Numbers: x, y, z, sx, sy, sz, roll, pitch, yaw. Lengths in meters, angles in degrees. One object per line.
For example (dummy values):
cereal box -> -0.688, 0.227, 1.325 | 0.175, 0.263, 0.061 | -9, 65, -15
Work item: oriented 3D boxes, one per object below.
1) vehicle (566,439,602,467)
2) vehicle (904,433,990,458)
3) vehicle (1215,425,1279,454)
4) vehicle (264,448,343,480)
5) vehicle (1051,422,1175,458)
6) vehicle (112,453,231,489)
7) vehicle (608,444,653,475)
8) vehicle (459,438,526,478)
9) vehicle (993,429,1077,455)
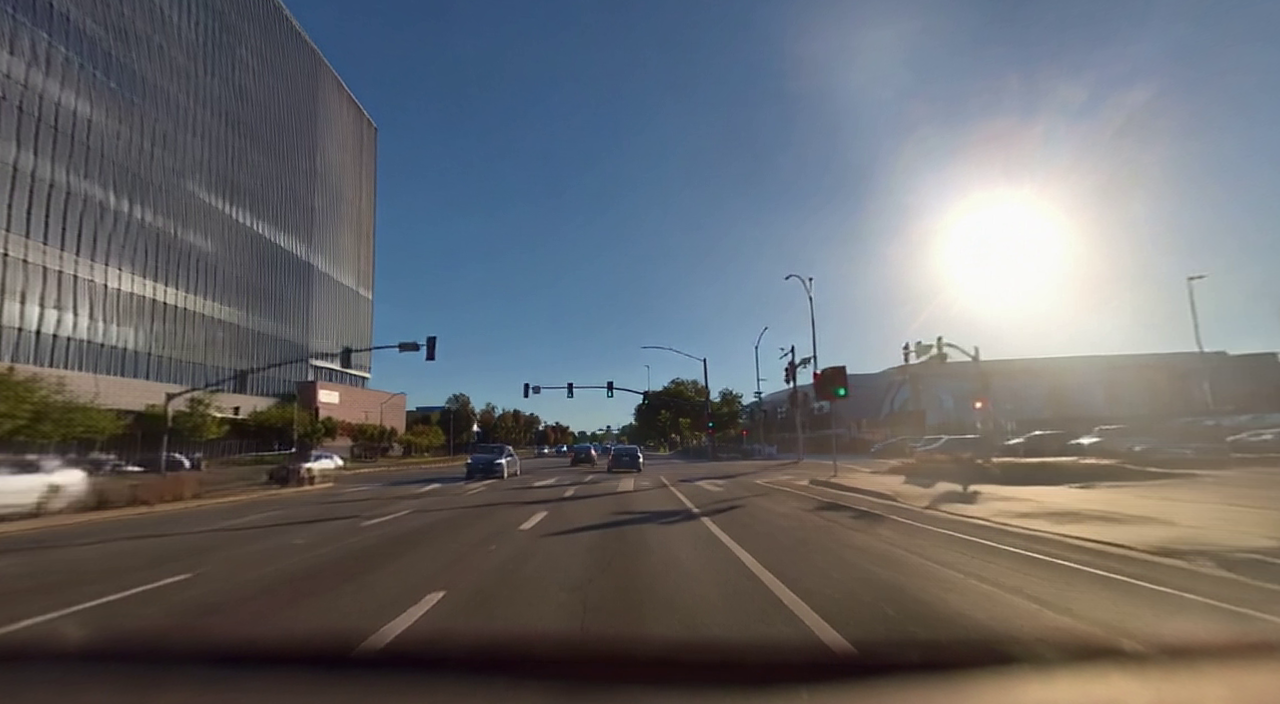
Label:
vehicle -> -3.687, 6.756, 42.409 | 2.001, 1.784, 4.483 | 0, -9, 0
vehicle -> 20.164, 6.204, 41.694 | 4.778, 1.588, 1.822 | -3, -9, 16
vehicle -> 37.329, 5.124, 37.221 | 4.557, 1.493, 1.919 | -5, -6, 16
vehicle -> -18.065, 5.997, 34.189 | 1.793, 1.547, 4.552 | 0, -9, -1
vehicle -> 29.012, 5.413, 38.951 | 5.696, 1.795, 1.856 | -5, -7, 14
vehicle -> -21.565, 5.455, 29.370 | 1.955, 1.477, 4.672 | 0, -9, -1
vehicle -> -0.483, 5.201, 30.881 | 2.050, 1.385, 4.096 | 0, -9, -1
vehicle -> -6.547, 4.758, 28.525 | 1.937, 1.659, 4.259 | 0, -9, 0
vehicle -> 26.947, 6.157, 43.263 | 4.424, 1.713, 1.887 | -2, -8, 16
